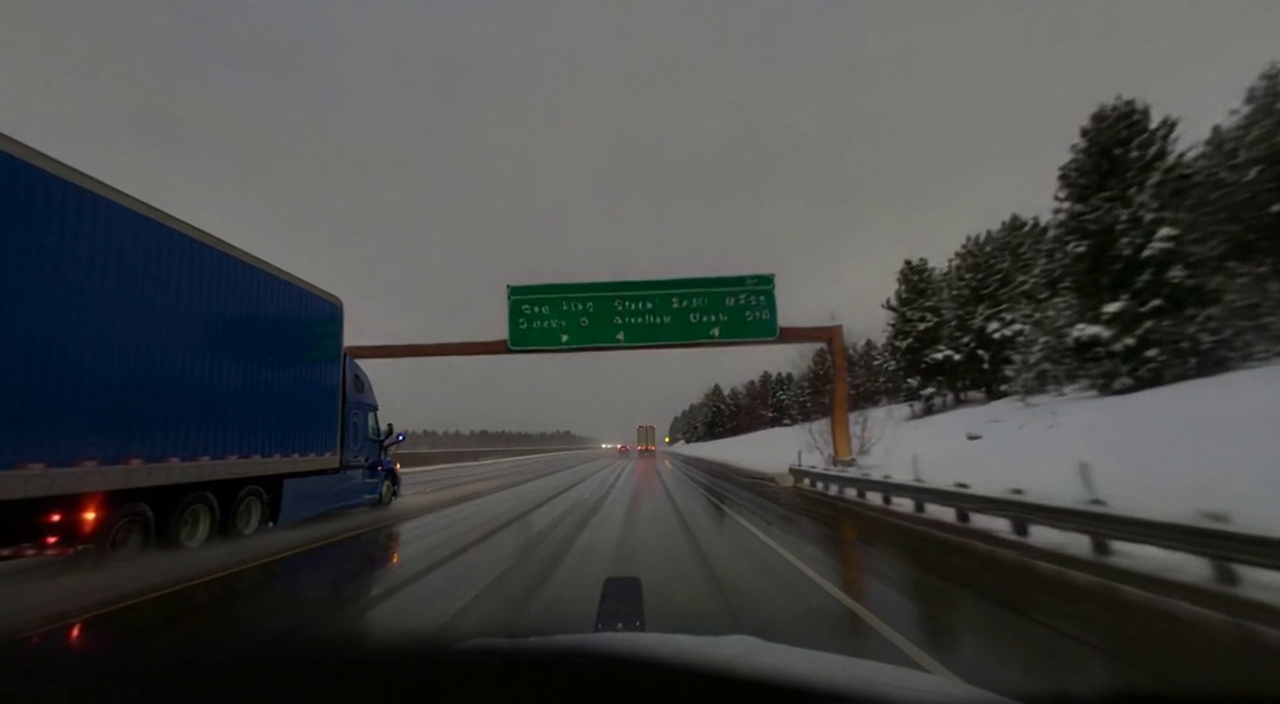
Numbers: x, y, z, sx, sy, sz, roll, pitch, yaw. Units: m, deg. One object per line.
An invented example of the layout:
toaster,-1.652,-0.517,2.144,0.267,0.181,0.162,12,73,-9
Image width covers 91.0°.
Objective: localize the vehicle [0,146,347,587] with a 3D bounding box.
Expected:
vehicle,-7.253,0.420,7.613,2.996,3.947,8.600,0,-9,1
